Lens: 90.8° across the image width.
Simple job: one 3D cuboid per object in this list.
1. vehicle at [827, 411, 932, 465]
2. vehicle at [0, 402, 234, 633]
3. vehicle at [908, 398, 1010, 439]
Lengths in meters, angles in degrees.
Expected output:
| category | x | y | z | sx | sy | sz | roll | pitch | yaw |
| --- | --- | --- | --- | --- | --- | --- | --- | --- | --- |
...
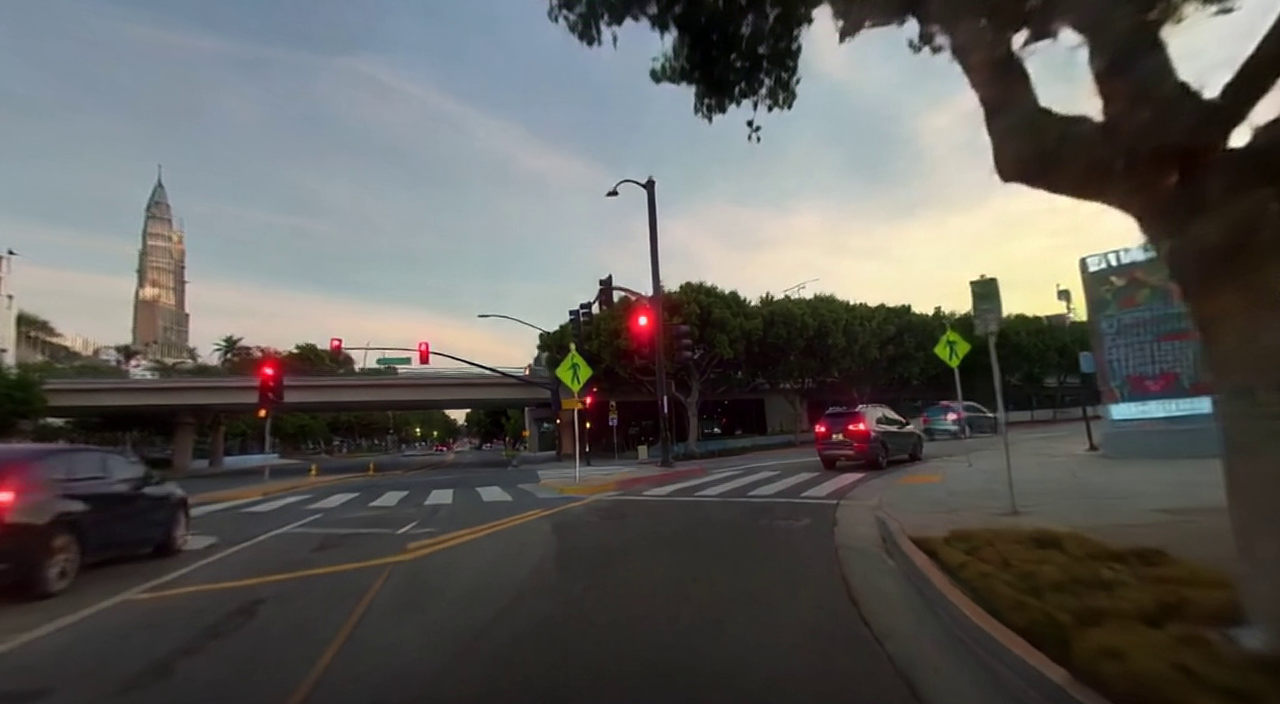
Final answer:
| category | x | y | z | sx | sy | sz | roll | pitch | yaw |
| --- | --- | --- | --- | --- | --- | --- | --- | --- | --- |
| vehicle | 8.124 | 2.901 | 21.236 | 1.908 | 1.622 | 4.166 | -7 | -11 | 41 |
| vehicle | -6.019 | 1.392 | 5.790 | 2.066 | 1.672 | 5.581 | 2 | -8 | -14 |
| vehicle | 16.666 | 3.526 | 32.948 | 5.144 | 1.954 | 2.122 | 4 | -9 | -29 |
